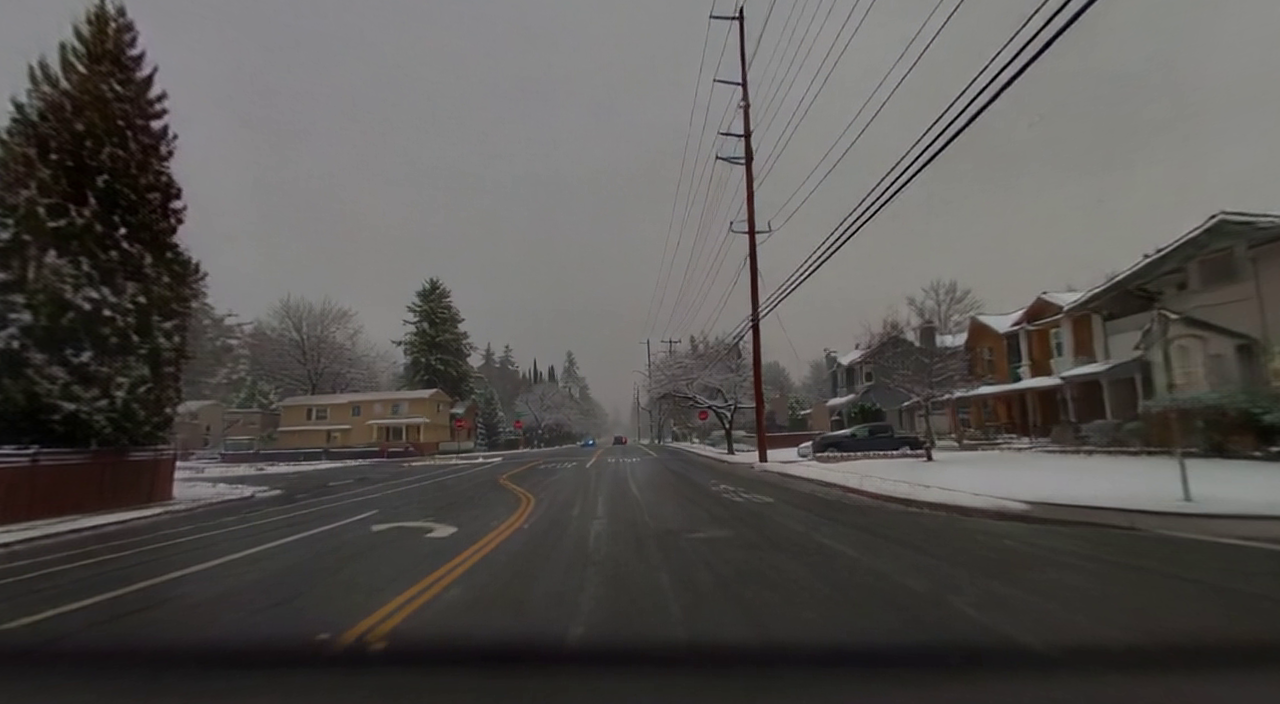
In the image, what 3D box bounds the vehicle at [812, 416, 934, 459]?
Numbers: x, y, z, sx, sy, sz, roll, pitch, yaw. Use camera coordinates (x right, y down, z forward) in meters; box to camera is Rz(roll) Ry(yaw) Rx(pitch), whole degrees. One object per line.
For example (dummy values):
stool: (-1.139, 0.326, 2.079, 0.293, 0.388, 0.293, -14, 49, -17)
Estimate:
vehicle: (10.251, 3.821, 28.122, 4.544, 1.807, 2.204, 0, -9, 2)
